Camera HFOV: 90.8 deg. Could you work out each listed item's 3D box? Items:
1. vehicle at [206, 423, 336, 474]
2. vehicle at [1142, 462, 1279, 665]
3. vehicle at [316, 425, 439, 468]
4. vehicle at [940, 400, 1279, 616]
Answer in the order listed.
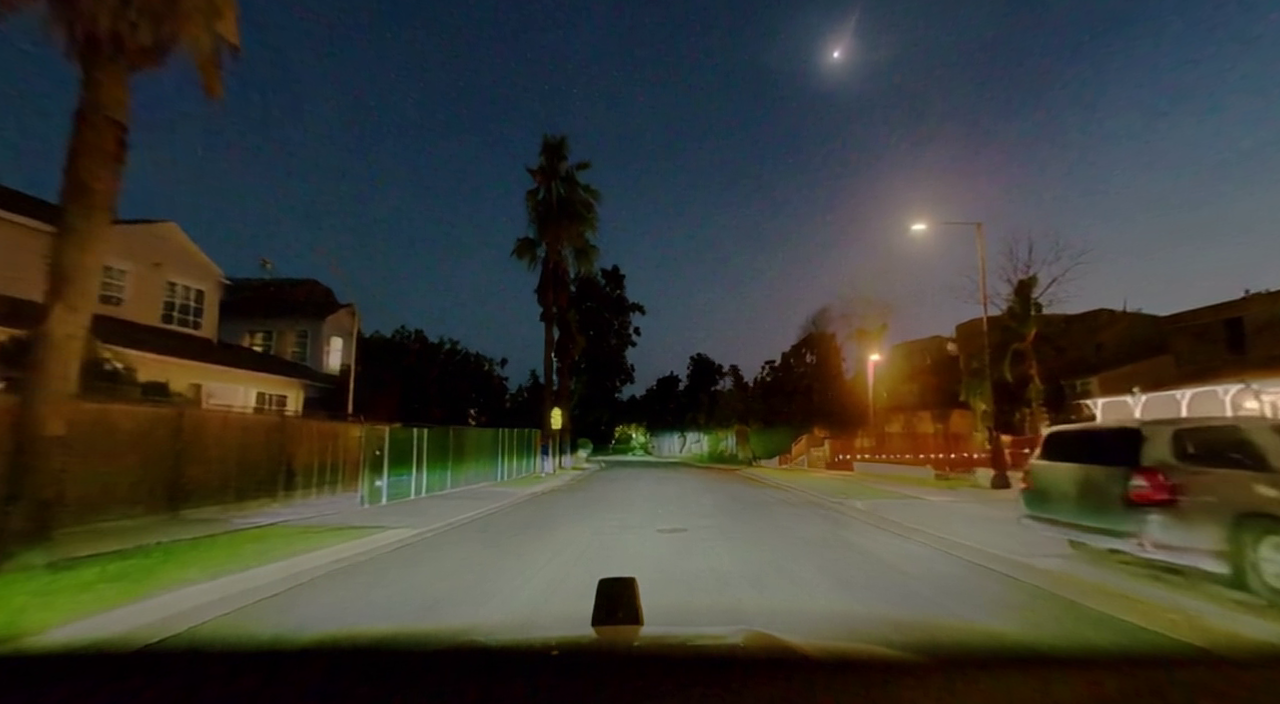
[{"bbox_3d":[-13.950,3.644,24.217,1.869,1.646,4.357,3,-7,8],"label":"vehicle"},{"bbox_3d":[6.784,1.625,5.059,4.319,1.422,1.974,2,-9,-14],"label":"vehicle"},{"bbox_3d":[-13.102,4.745,31.763,5.127,1.796,2.045,3,-8,1],"label":"vehicle"},{"bbox_3d":[6.640,1.678,7.506,5.320,1.978,2.026,2,-9,-13],"label":"vehicle"}]
